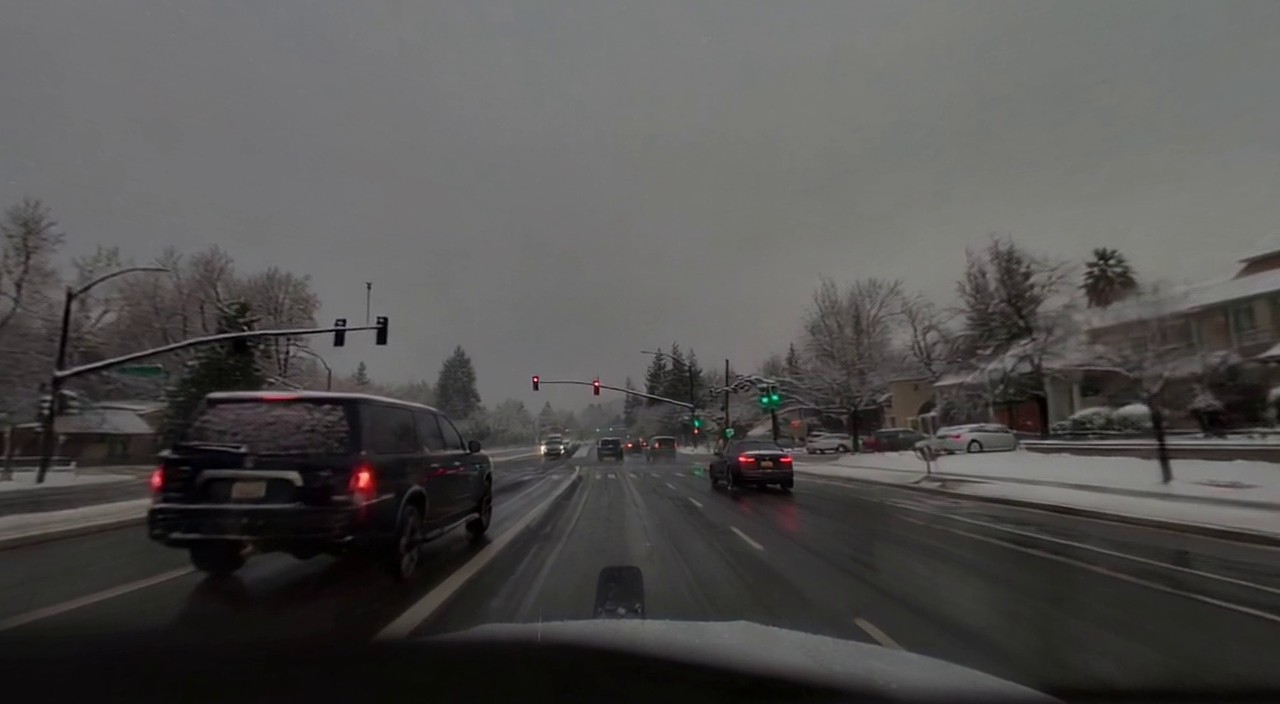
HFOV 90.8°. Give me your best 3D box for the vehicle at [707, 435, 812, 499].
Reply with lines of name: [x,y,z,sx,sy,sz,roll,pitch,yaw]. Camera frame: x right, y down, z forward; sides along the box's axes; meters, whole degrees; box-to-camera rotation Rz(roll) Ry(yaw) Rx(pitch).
vehicle: [3.079,3.055,17.170,1.870,1.491,4.009,0,-8,-3]

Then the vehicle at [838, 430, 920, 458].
vehicle: [16.042,6.185,42.546,4.691,1.626,1.943,-2,-7,-9]

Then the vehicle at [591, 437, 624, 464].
vehicle: [-2.468,7.253,46.687,2.164,1.867,4.254,1,-8,-6]

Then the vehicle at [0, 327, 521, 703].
vehicle: [-2.968,1.292,6.335,2.354,1.948,6.355,0,-8,0]

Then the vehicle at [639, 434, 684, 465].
vehicle: [1.401,6.747,43.851,2.391,1.960,5.600,0,-8,-5]

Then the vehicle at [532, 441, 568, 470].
vehicle: [-5.092,5.877,36.149,1.864,1.505,4.202,1,-8,-5]

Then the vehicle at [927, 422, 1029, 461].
vehicle: [16.698,4.465,31.548,2.058,1.766,4.563,1,-8,-9]
